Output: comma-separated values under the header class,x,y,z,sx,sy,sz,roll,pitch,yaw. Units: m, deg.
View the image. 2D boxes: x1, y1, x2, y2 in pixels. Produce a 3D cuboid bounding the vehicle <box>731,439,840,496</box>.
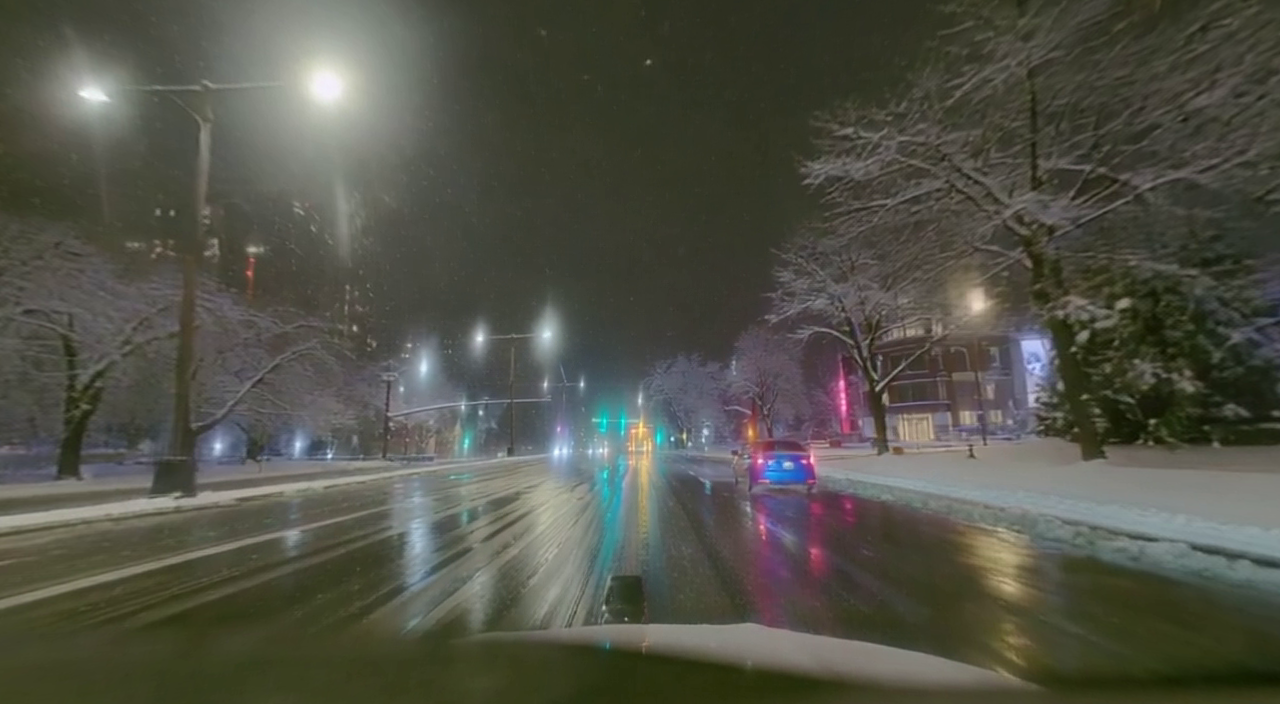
class,x,y,z,sx,sy,sz,roll,pitch,yaw
vehicle,4.055,3.299,18.462,2.005,1.442,4.675,0,-8,-1
